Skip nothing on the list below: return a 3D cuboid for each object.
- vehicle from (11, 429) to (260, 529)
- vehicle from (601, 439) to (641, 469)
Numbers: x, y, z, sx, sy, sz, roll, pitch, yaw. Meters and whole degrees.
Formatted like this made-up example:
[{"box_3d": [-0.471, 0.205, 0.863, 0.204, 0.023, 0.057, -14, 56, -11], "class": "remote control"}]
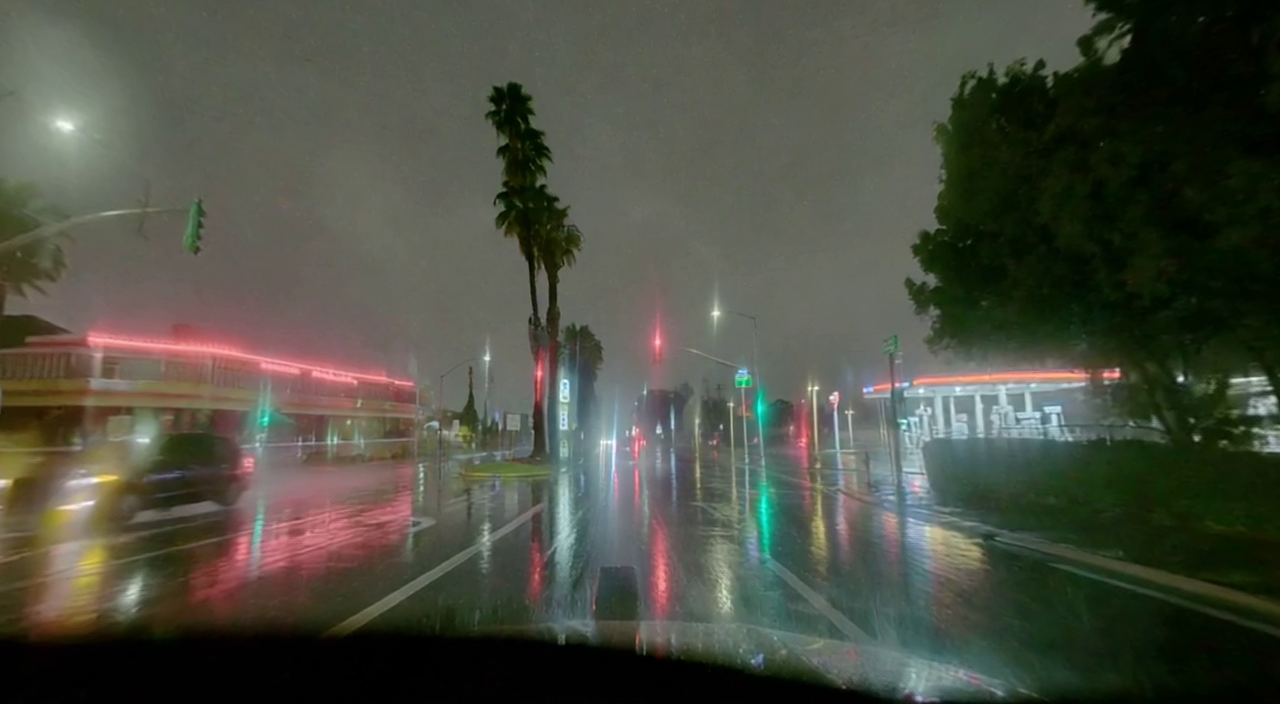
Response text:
[{"box_3d": [-11.378, 2.850, 14.816, 2.009, 1.949, 4.488, 0, -8, 1], "class": "vehicle"}, {"box_3d": [-1.043, 5.645, 35.095, 2.073, 1.525, 4.809, 0, -8, -2], "class": "vehicle"}]
